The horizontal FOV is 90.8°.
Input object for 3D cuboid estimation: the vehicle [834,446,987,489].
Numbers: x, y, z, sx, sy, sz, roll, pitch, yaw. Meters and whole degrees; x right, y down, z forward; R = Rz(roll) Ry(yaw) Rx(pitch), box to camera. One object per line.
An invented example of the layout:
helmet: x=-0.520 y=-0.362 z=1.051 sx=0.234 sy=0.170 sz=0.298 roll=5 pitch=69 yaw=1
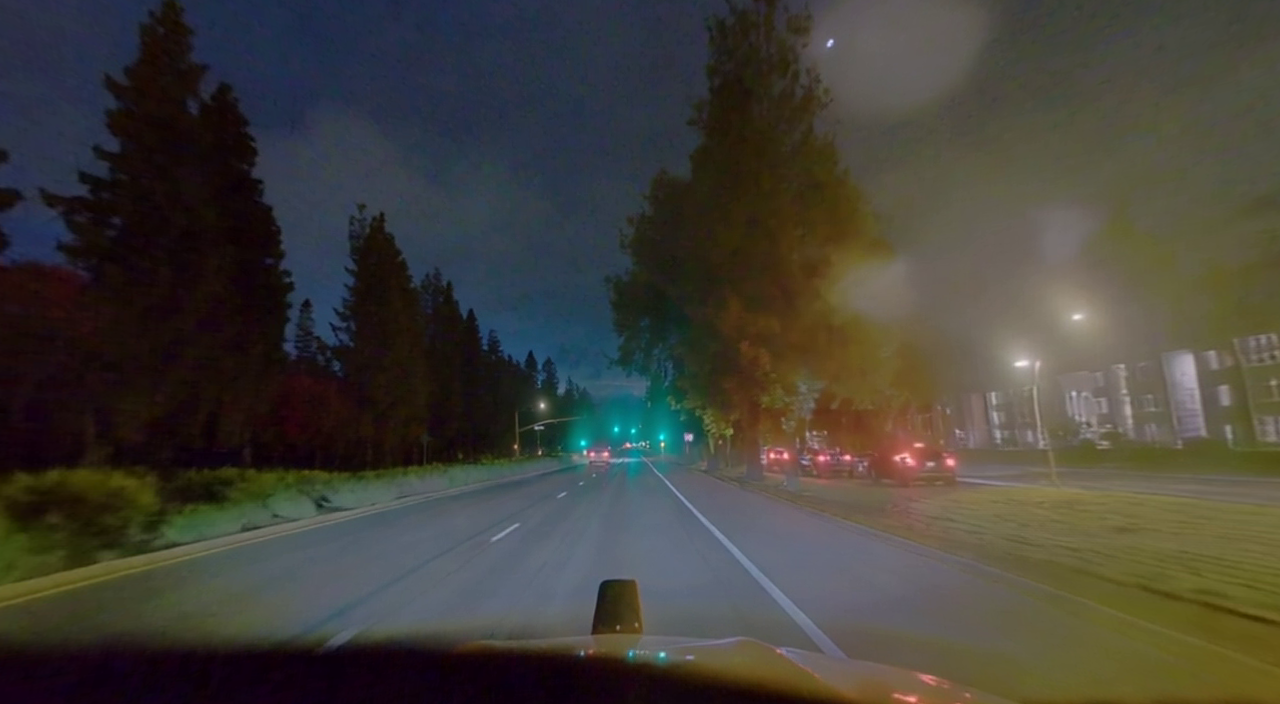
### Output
vehicle: x=9.562 y=4.088 z=22.587 sx=4.466 sy=1.440 sz=2.091 roll=1 pitch=-9 yaw=-5
